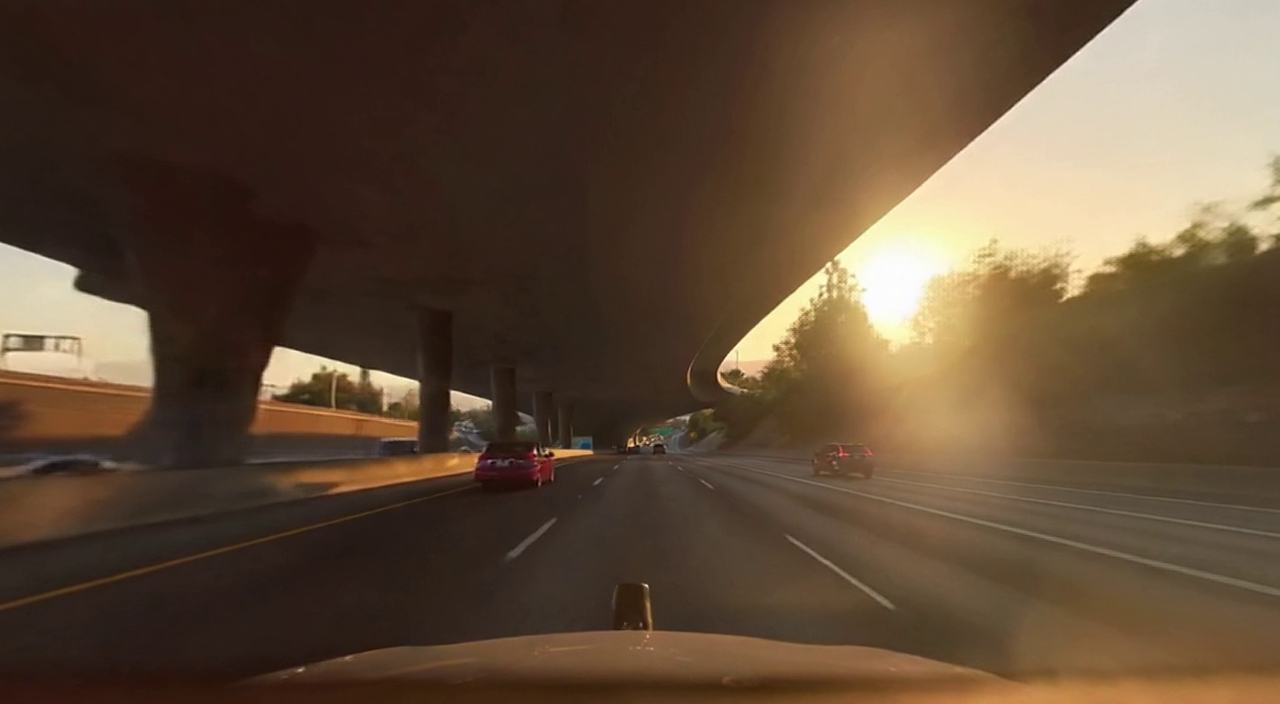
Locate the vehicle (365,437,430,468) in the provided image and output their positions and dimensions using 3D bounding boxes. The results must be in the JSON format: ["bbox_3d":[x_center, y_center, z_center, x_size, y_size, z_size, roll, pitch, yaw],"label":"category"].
[{"bbox_3d":[-17.099,7.143,44.867,2.301,2.034,5.719,0,-8,0],"label":"vehicle"}]

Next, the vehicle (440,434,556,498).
[{"bbox_3d":[-3.761,3.133,17.734,2.085,1.533,4.861,0,-8,1],"label":"vehicle"}]

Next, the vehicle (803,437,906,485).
[{"bbox_3d":[7.301,3.758,22.035,1.914,1.465,4.574,0,-8,-1],"label":"vehicle"}]
